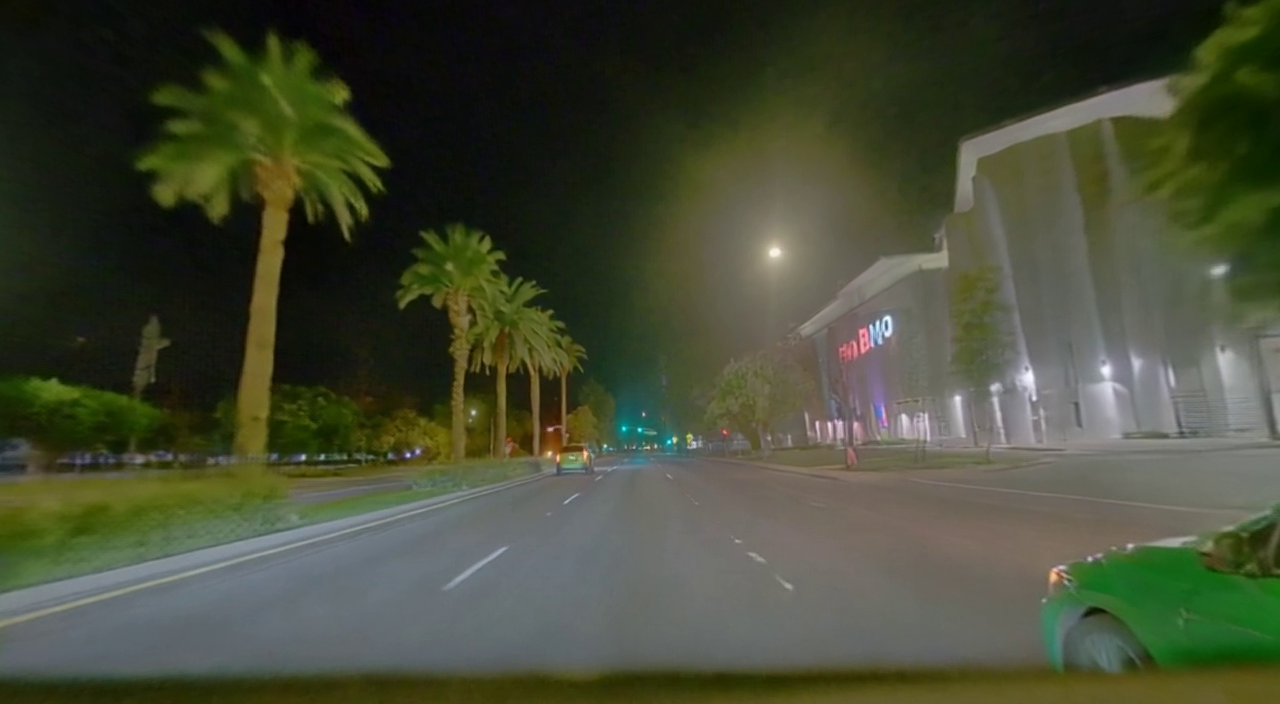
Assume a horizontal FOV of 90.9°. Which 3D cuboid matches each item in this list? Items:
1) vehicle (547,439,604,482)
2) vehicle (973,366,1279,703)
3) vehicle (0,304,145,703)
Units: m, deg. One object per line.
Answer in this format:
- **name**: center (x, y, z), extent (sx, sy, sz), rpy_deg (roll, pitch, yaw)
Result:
- **vehicle**: center (-2.816, 4.821, 28.355), extent (1.998, 1.743, 4.402), rpy_deg (0, -8, 1)
- **vehicle**: center (2.804, 0.735, 1.340), extent (1.946, 1.513, 4.133), rpy_deg (0, -8, 1)
- **vehicle**: center (-3.185, 0.499, 0.451), extent (2.058, 1.804, 4.391), rpy_deg (0, -9, 0)
